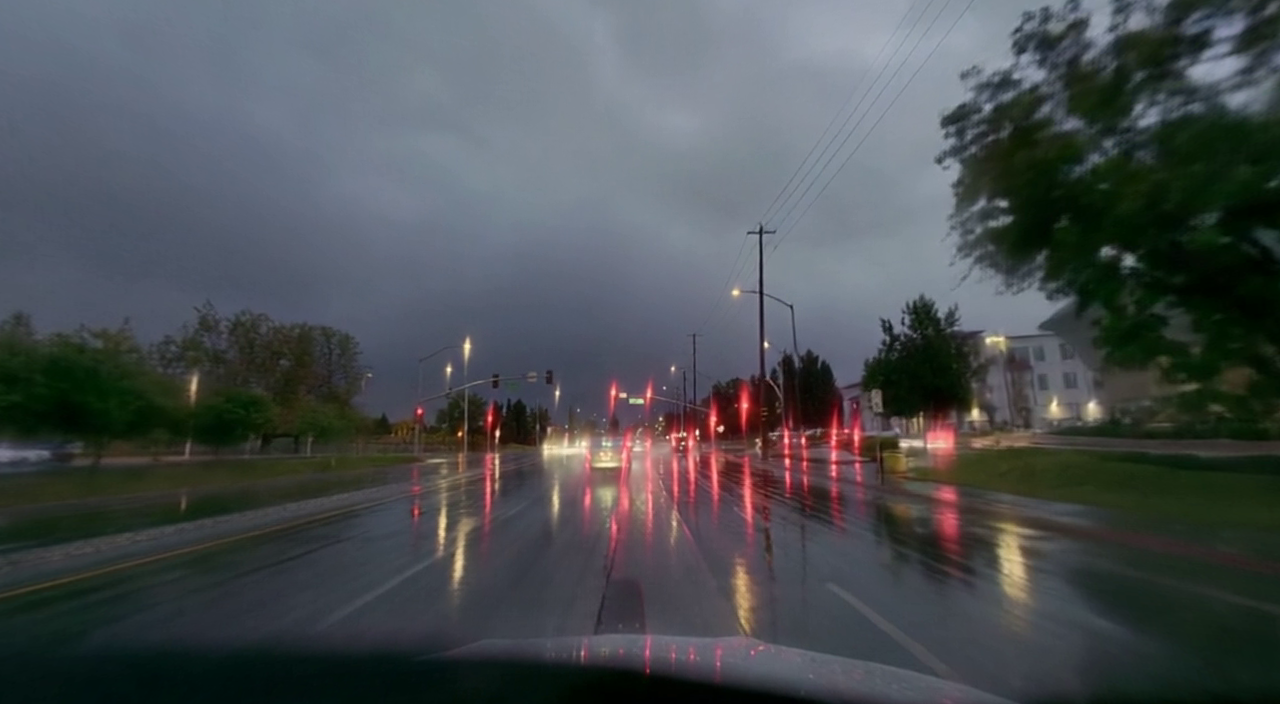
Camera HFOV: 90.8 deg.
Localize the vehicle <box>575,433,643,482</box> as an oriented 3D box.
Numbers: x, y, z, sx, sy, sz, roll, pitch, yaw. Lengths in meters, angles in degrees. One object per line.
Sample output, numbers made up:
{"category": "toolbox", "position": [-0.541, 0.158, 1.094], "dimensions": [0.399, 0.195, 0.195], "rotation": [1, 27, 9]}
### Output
{"category": "vehicle", "position": [-0.960, 3.497, 21.187], "dimensions": [2.075, 1.470, 3.962], "rotation": [0, -8, 0]}
